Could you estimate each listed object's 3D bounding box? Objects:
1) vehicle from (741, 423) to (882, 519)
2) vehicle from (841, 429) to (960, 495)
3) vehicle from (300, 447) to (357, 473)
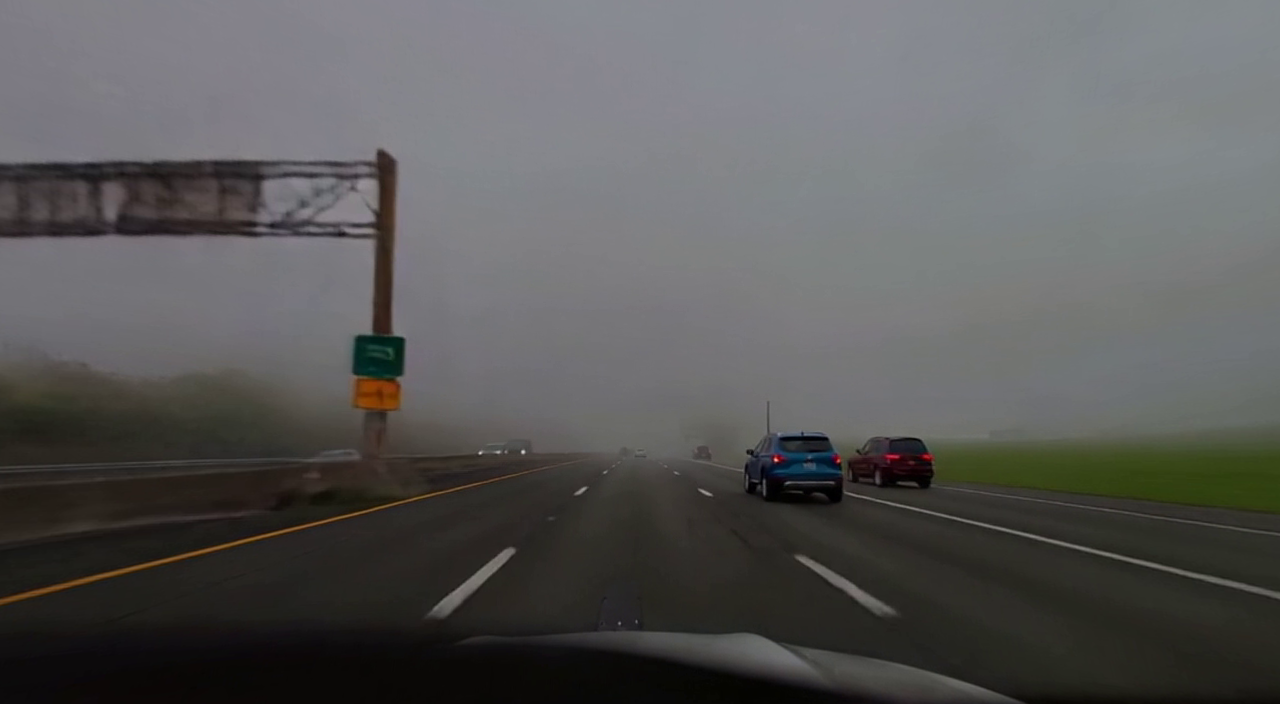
[{"bbox_3d":[3.466,2.498,13.573,1.784,1.733,4.141,0,-9,-1],"label":"vehicle"},{"bbox_3d":[7.890,3.364,19.403,1.898,1.798,3.805,0,-9,-2],"label":"vehicle"},{"bbox_3d":[-18.363,6.364,37.071,1.541,1.411,3.525,0,-9,0],"label":"vehicle"}]
